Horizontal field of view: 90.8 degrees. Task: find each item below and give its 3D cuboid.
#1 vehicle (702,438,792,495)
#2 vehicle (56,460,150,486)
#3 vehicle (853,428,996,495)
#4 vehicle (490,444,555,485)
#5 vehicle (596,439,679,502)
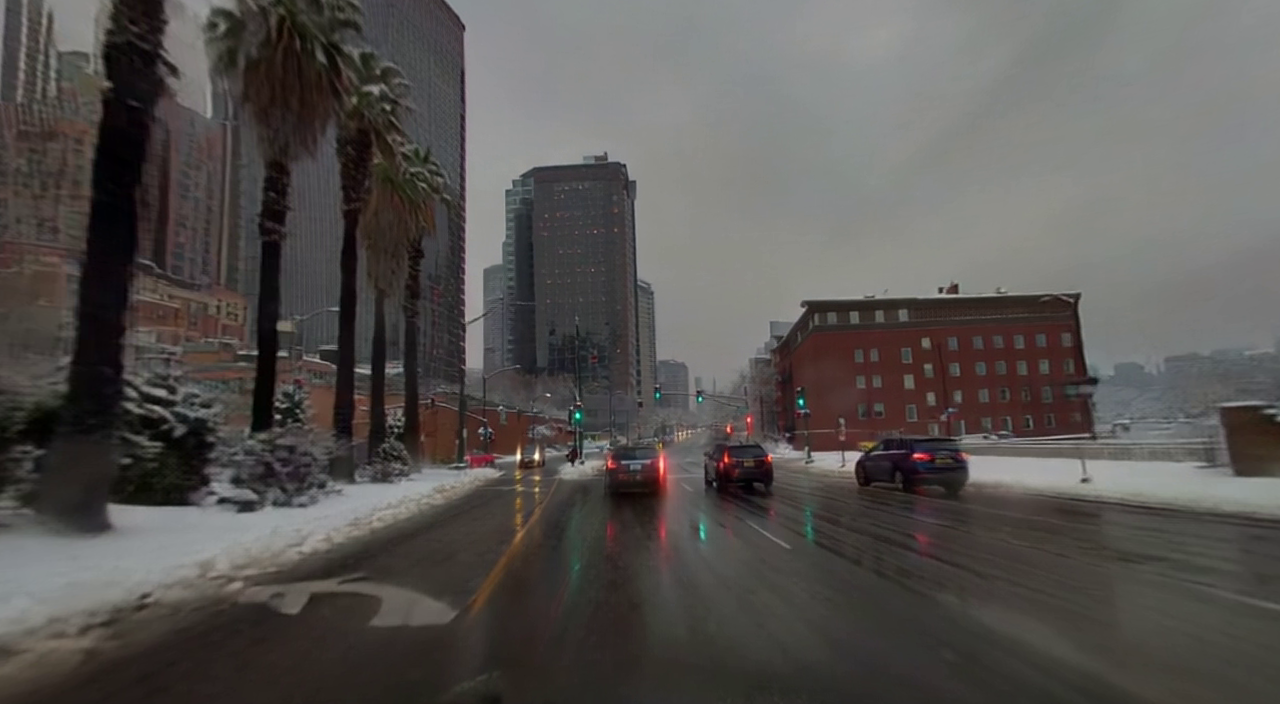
[{"bbox_3d":[3.084,3.371,18.920,1.909,1.500,3.524,0,-9,-3],"label":"vehicle"},{"bbox_3d":[-41.461,9.303,48.811,5.791,1.900,2.283,-2,-9,12],"label":"vehicle"},{"bbox_3d":[8.050,3.140,18.448,2.000,1.685,4.487,0,-9,-1],"label":"vehicle"},{"bbox_3d":[-4.697,4.549,25.968,1.977,1.501,4.435,0,-9,-2],"label":"vehicle"},{"bbox_3d":[-0.116,3.185,17.361,2.048,1.503,3.681,0,-9,-2],"label":"vehicle"}]
